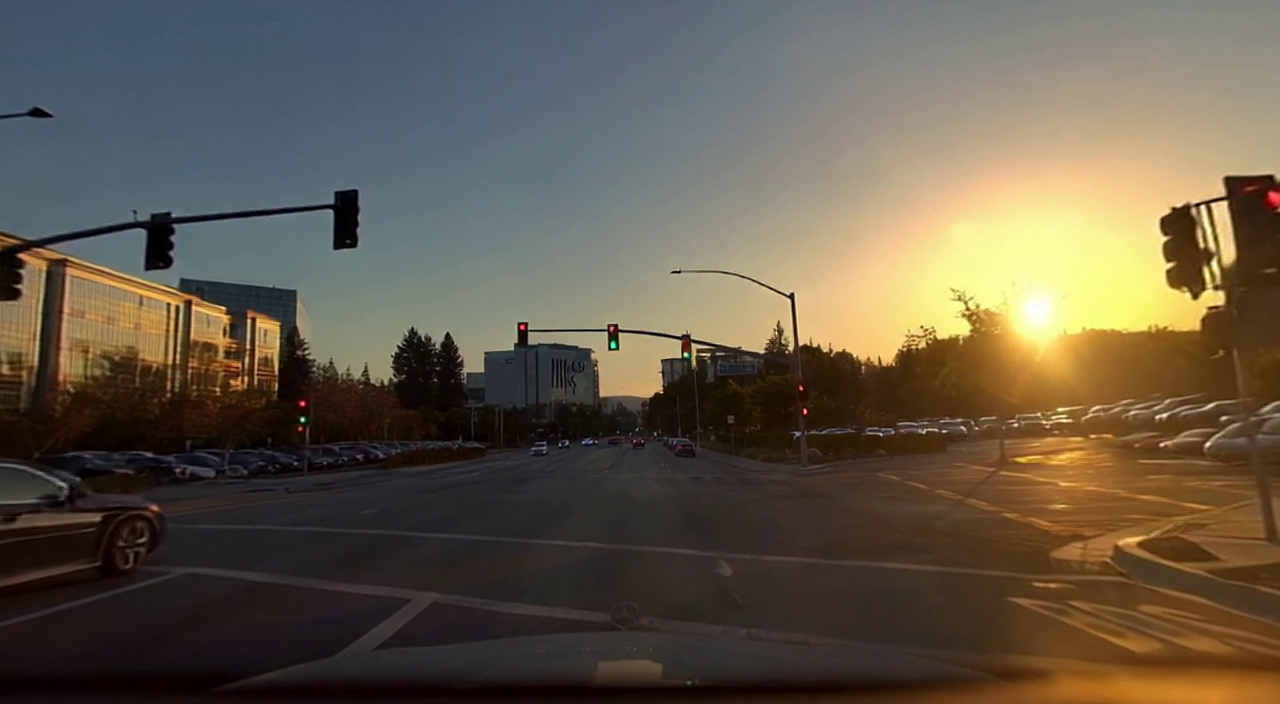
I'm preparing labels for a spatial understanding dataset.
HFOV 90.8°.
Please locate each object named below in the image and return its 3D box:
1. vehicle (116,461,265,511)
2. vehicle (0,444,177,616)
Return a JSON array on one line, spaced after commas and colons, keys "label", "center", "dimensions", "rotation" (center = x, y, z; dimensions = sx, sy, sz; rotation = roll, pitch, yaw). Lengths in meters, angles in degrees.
[{"label": "vehicle", "center": [-17.206, 5.127, 24.358], "dimensions": [4.298, 1.466, 1.921], "rotation": [-4, -9, -2]}, {"label": "vehicle", "center": [-6.431, 1.527, 5.365], "dimensions": [1.928, 1.451, 4.219], "rotation": [0, -9, -3]}]
